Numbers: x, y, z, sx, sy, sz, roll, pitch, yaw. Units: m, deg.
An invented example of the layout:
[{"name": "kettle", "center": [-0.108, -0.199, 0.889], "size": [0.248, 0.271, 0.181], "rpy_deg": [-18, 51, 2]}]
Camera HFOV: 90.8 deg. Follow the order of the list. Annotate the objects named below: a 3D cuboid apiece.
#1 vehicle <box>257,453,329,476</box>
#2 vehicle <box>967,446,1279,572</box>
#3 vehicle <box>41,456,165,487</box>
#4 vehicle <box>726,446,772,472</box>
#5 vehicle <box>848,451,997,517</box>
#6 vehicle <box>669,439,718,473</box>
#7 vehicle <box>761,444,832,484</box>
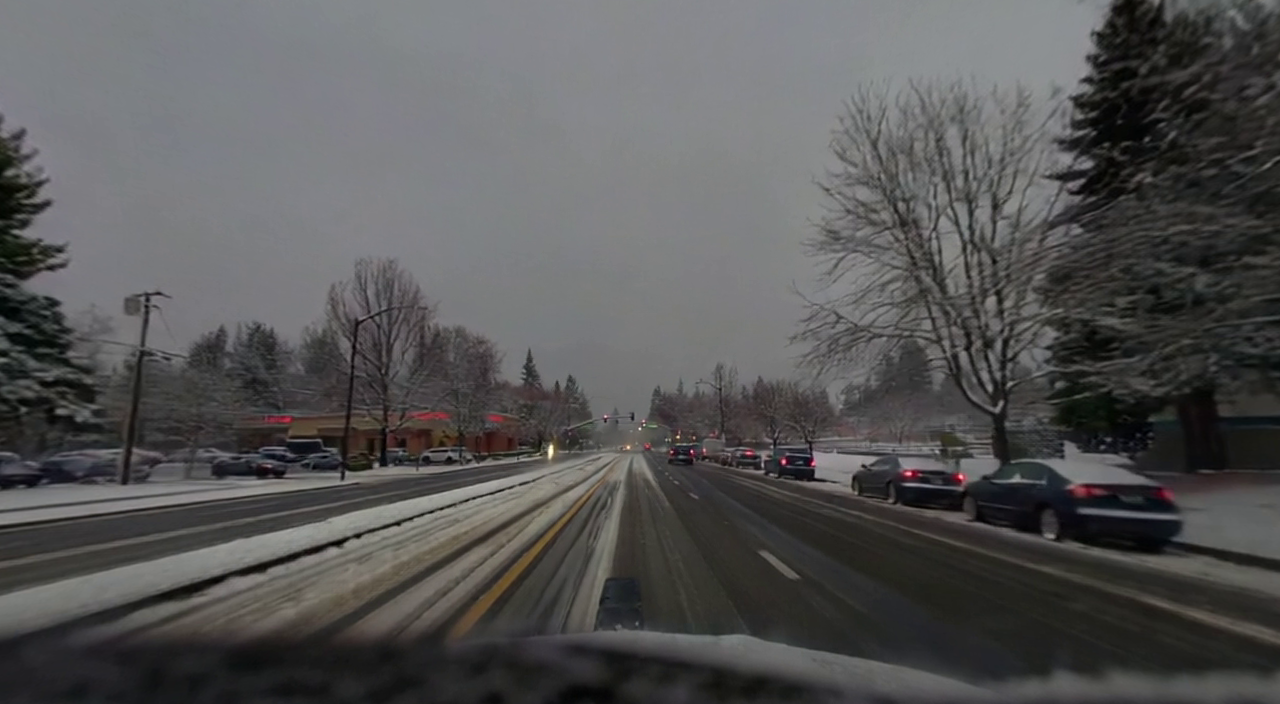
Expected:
[{"name": "vehicle", "center": [-23.844, 7.706, 43.587], "size": [1.768, 1.429, 4.423], "rpy_deg": [-2, -8, 13]}, {"name": "vehicle", "center": [7.207, 2.273, 10.006], "size": [1.812, 1.548, 4.021], "rpy_deg": [0, -8, -1]}, {"name": "vehicle", "center": [-29.603, 6.572, 35.057], "size": [4.702, 1.535, 2.292], "rpy_deg": [4, -9, -26]}, {"name": "vehicle", "center": [7.234, 7.114, 42.371], "size": [1.951, 1.601, 5.147], "rpy_deg": [0, -8, -2]}, {"name": "vehicle", "center": [7.239, 3.381, 16.786], "size": [1.852, 1.448, 4.446], "rpy_deg": [0, -8, -1]}, {"name": "vehicle", "center": [3.045, 6.024, 36.881], "size": [2.293, 1.814, 4.589], "rpy_deg": [0, -8, -2]}, {"name": "vehicle", "center": [7.124, 5.130, 29.255], "size": [1.994, 1.691, 4.472], "rpy_deg": [0, -8, -2]}]
